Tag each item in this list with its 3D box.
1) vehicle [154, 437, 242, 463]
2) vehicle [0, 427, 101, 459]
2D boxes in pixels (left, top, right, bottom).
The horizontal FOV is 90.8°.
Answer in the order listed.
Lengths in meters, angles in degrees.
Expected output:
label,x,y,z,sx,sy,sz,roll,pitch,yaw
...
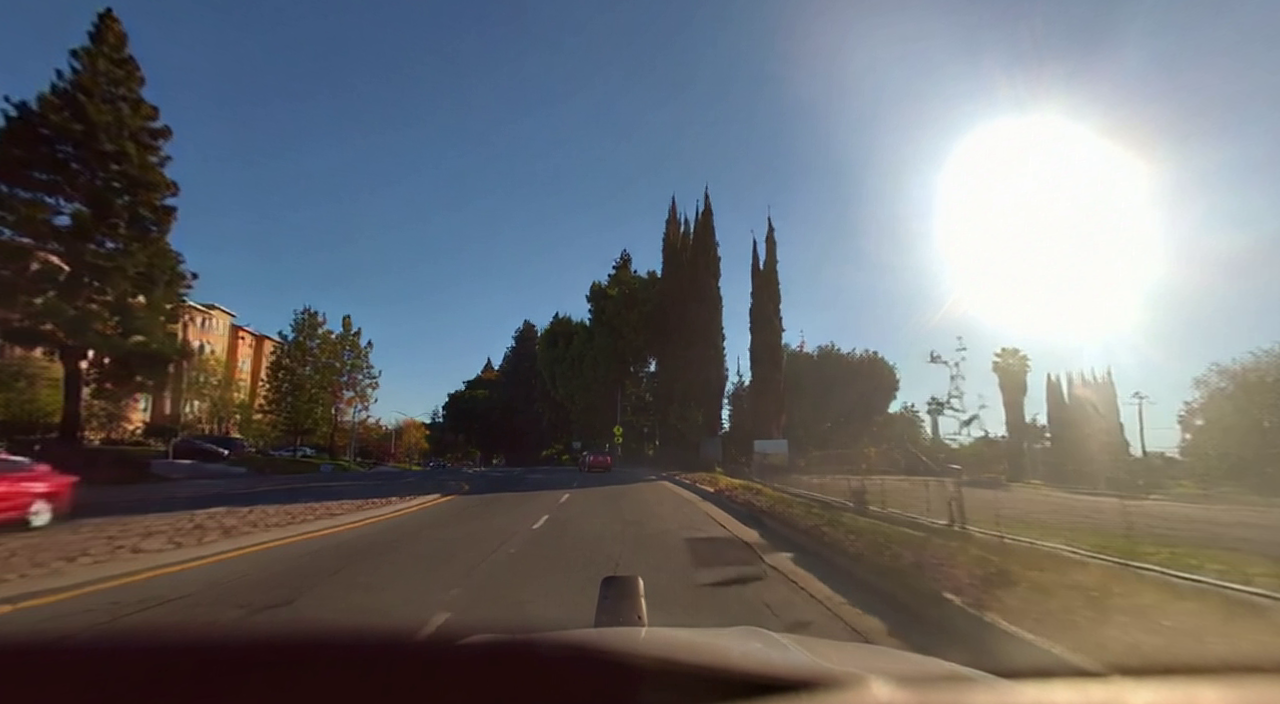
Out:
label,x,y,z,sx,sy,sz,roll,pitch,yaw
vehicle,-30.452,6.729,43.527,4.816,1.696,2.323,-3,-9,16
vehicle,-33.237,5.128,35.393,4.506,1.654,2.239,-3,-9,13
